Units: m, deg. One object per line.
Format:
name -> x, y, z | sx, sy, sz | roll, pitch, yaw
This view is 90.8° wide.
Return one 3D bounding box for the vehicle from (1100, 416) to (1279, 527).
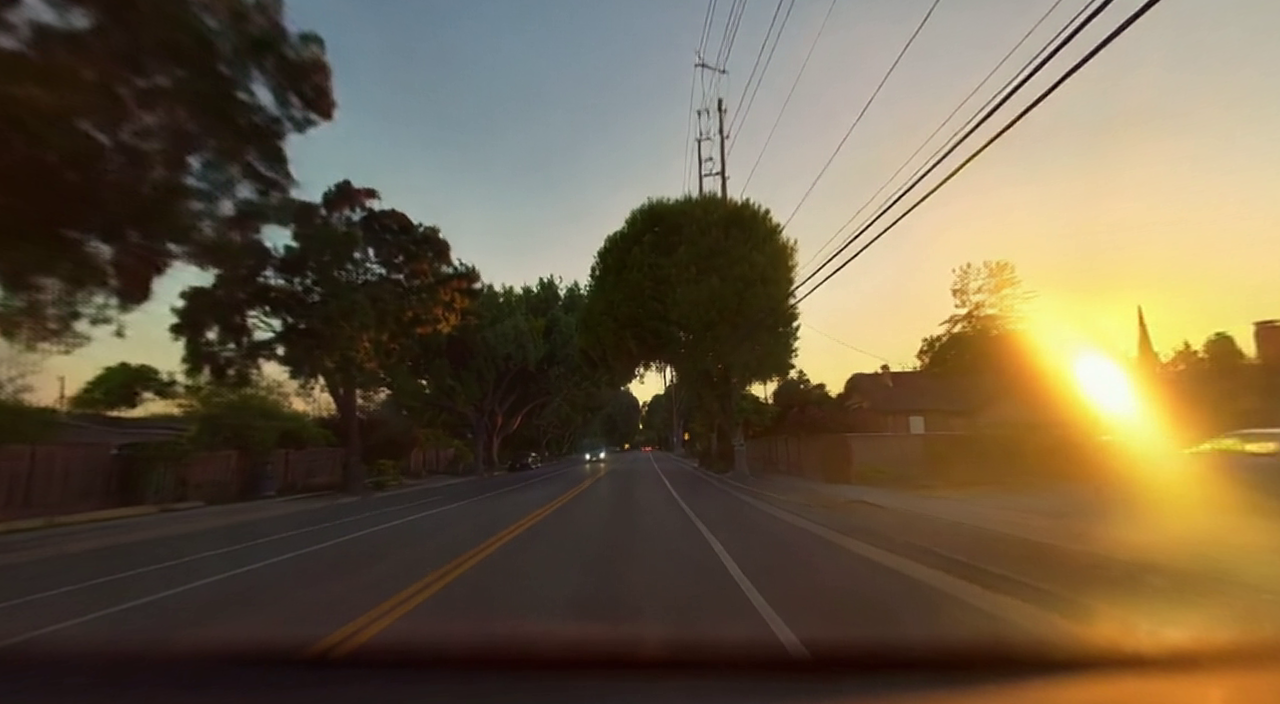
vehicle -> 10.843, 1.950, 10.776 | 2.194, 1.577, 4.838 | -5, -9, -1
